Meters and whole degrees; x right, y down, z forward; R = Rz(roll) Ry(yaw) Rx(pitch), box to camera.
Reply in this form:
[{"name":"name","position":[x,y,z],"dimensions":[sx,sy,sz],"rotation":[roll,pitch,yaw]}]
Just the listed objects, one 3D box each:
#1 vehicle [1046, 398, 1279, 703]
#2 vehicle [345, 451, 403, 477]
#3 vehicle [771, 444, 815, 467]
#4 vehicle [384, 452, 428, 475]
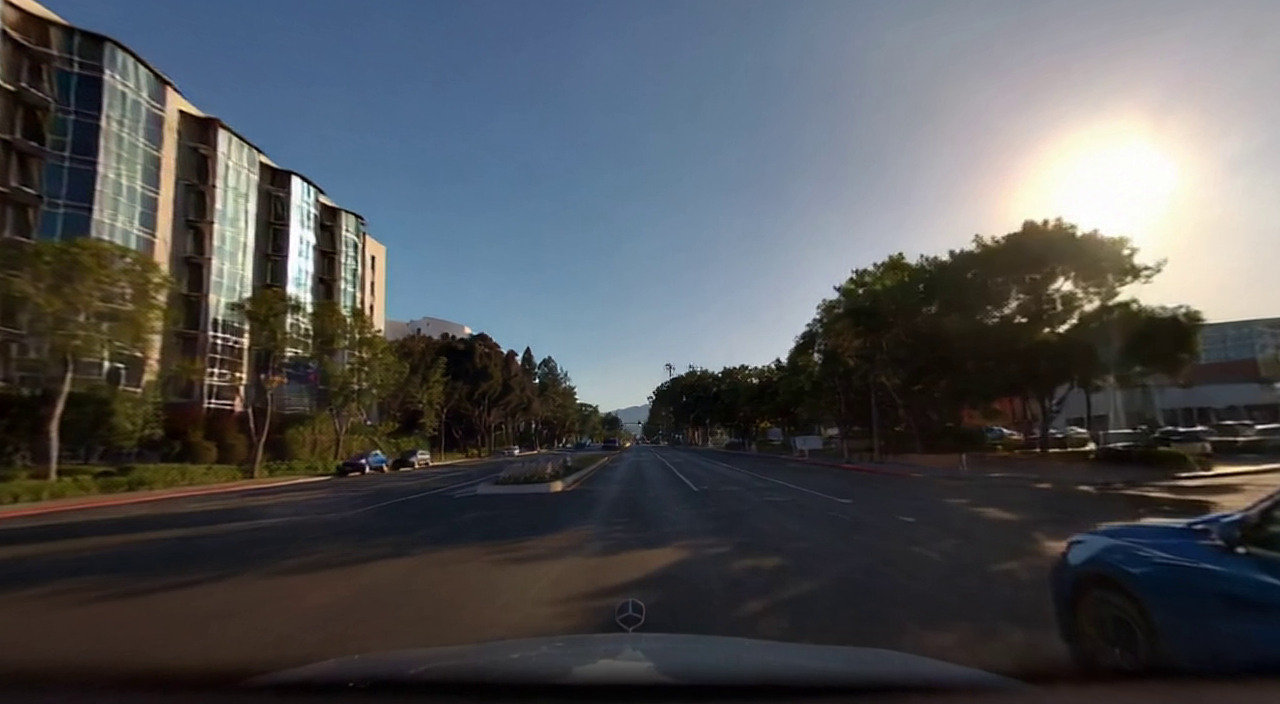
[{"name":"vehicle","position":[3.197,0.715,0.988],"dimensions":[2.141,1.443,4.499],"rotation":[0,-8,0]},{"name":"vehicle","position":[-18.347,7.716,43.682],"dimensions":[1.993,1.686,4.698],"rotation":[0,-8,-1]},{"name":"vehicle","position":[10.157,6.902,42.158],"dimensions":[1.889,1.472,4.304],"rotation":[0,-8,0]},{"name":"vehicle","position":[-18.193,8.696,49.168],"dimensions":[1.828,1.457,4.292],"rotation":[-3,-7,0]}]
